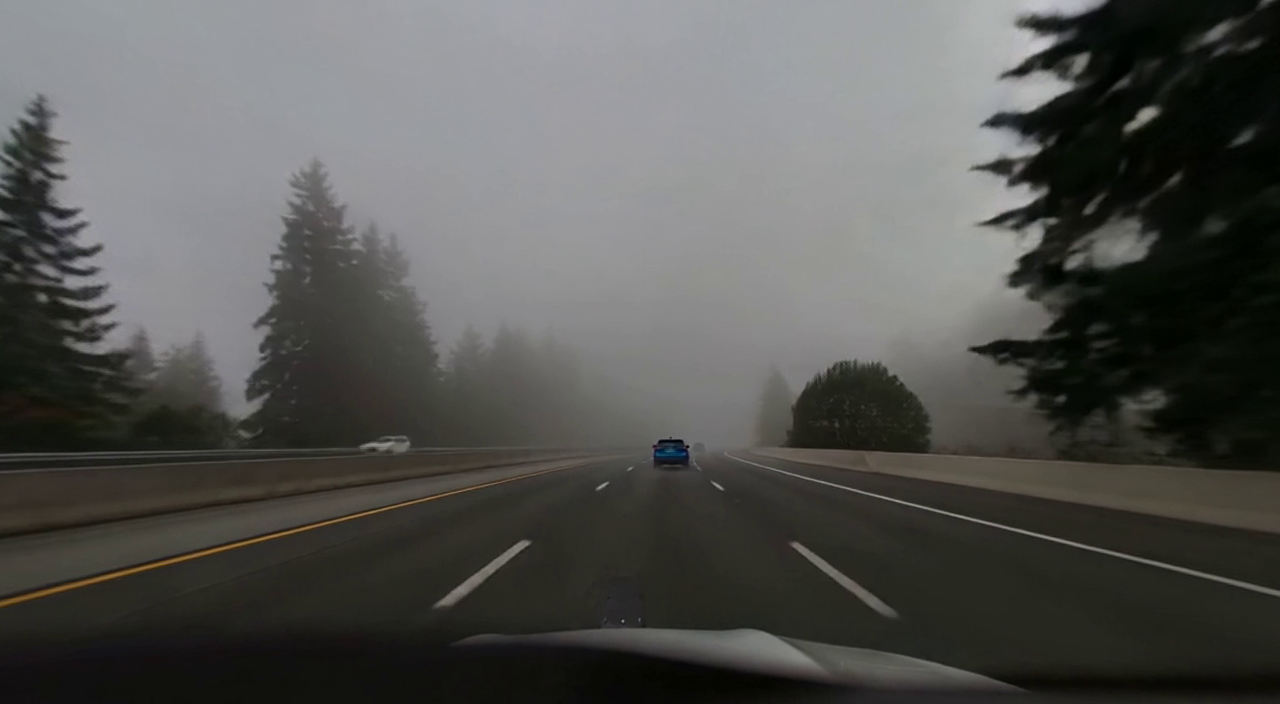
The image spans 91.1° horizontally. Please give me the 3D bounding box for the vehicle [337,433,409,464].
[{"bbox_3d":[-17.196,6.254,40.809,2.311,1.862,4.848,-1,-8,3],"label":"vehicle"}]

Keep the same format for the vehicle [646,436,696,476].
[{"bbox_3d":[1.419,4.740,28.906,2.133,1.686,4.203,-1,-8,3],"label":"vehicle"}]
